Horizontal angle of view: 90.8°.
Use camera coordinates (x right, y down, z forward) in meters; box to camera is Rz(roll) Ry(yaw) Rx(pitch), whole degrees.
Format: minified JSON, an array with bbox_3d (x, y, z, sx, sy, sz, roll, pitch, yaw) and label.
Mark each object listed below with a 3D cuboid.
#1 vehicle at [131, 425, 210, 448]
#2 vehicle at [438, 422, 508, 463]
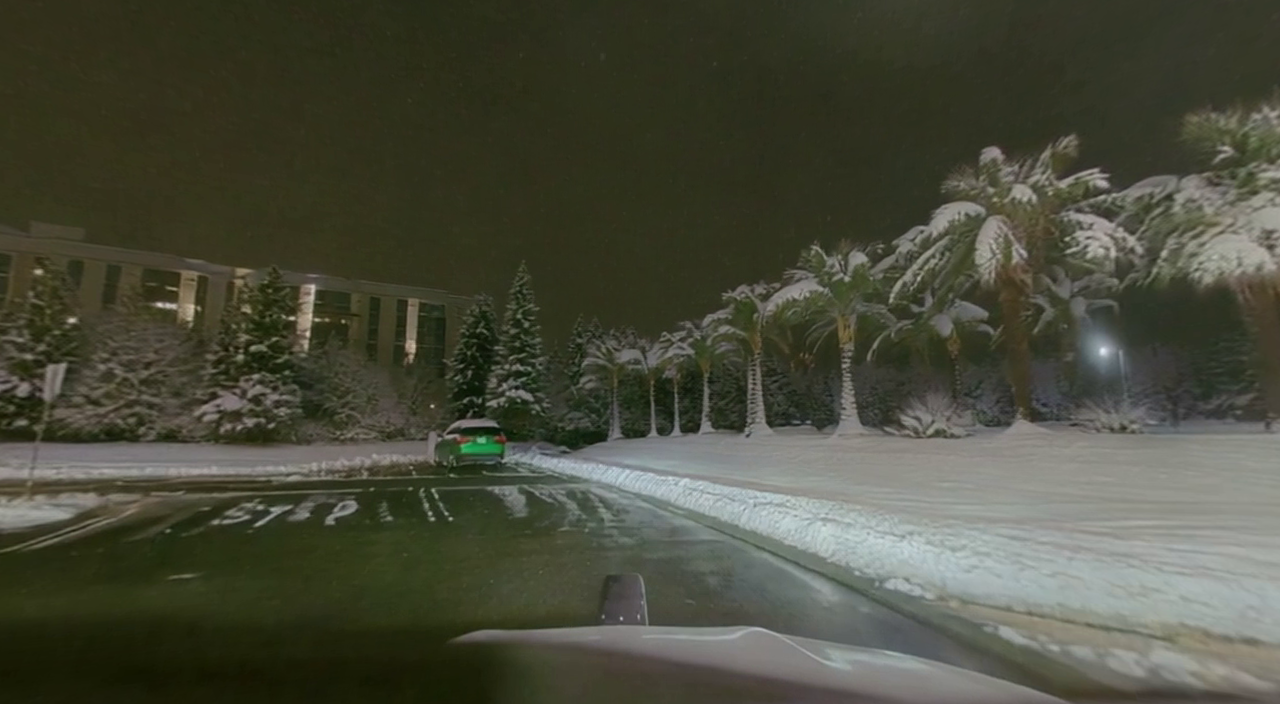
[{"bbox_3d":[-34.563,6.260,46.549,4.457,1.552,1.748,7,-11,-40],"label":"vehicle"},{"bbox_3d":[-7.589,4.080,28.380,2.071,1.700,4.367,4,-10,-27],"label":"vehicle"}]
